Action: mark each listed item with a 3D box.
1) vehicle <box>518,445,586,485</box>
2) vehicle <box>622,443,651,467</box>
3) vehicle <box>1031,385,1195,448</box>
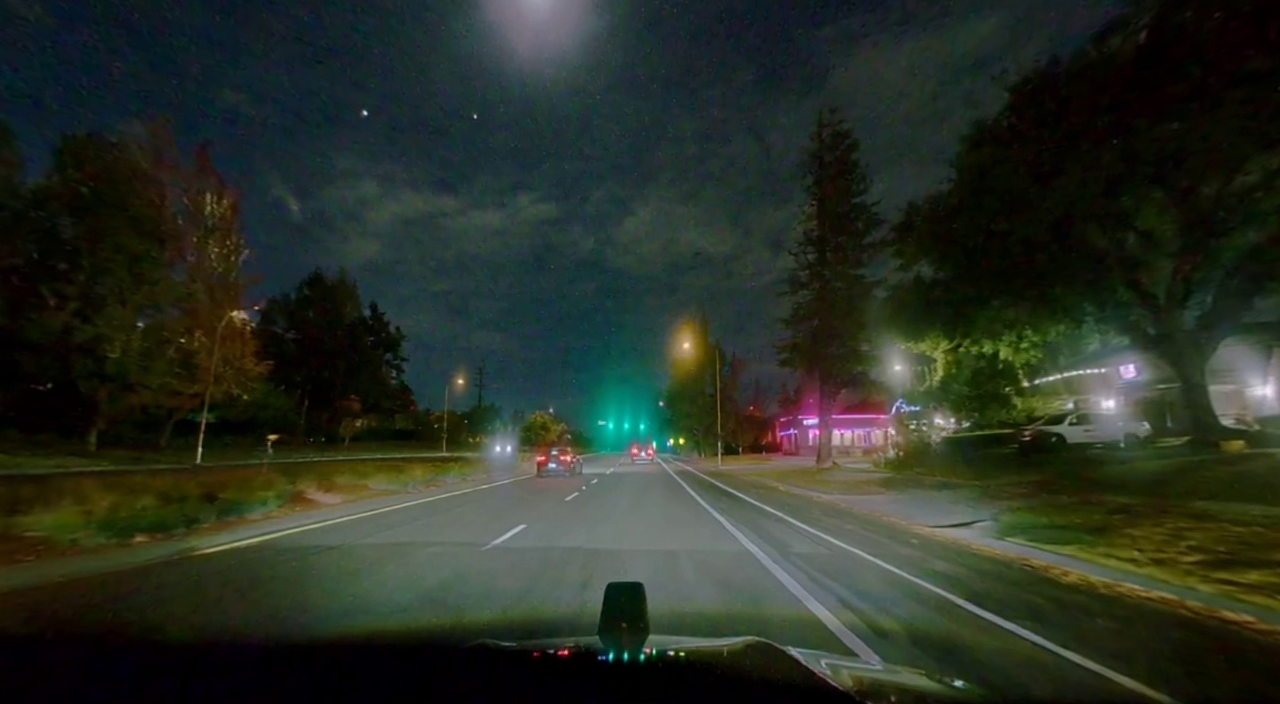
[{"bbox_3d":[-3.439,4.508,25.509,2.015,1.470,4.458,0,-8,1],"label":"vehicle"},{"bbox_3d":[-0.279,8.048,49.490,2.153,1.764,4.047,0,-8,-1],"label":"vehicle"},{"bbox_3d":[15.902,2.264,21.475,3.888,1.599,1.922,-8,-13,20],"label":"vehicle"}]
